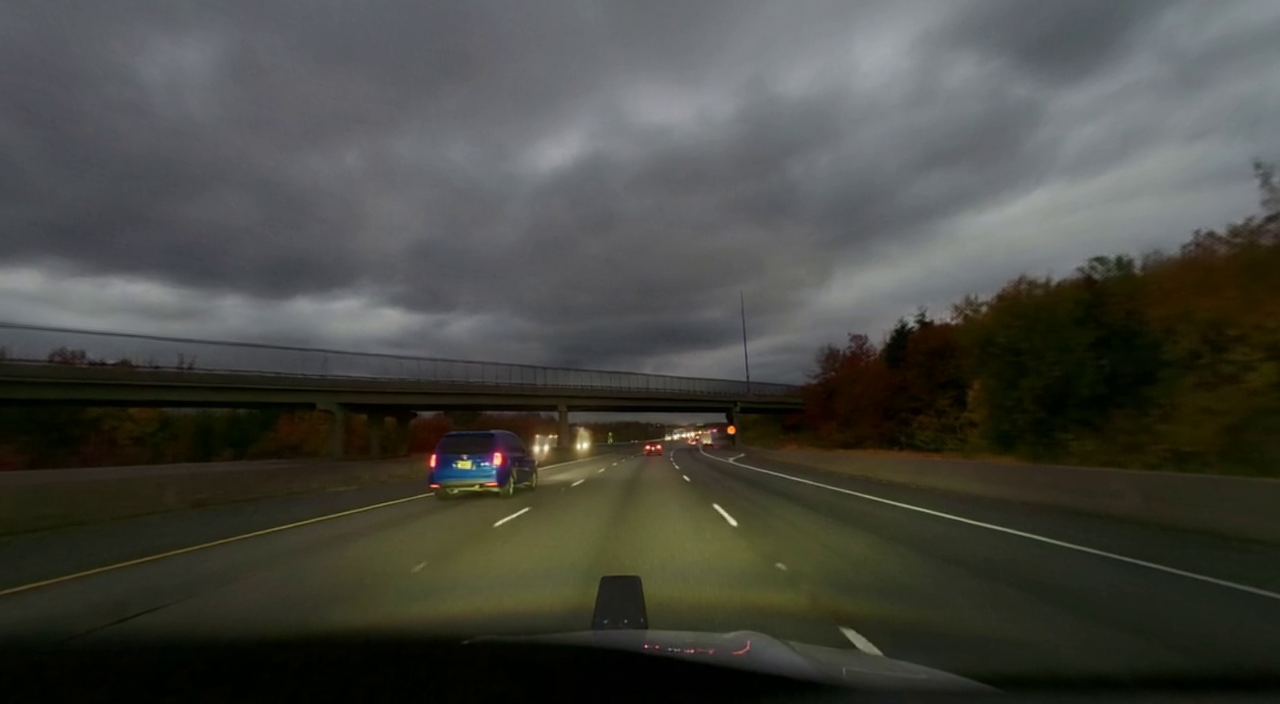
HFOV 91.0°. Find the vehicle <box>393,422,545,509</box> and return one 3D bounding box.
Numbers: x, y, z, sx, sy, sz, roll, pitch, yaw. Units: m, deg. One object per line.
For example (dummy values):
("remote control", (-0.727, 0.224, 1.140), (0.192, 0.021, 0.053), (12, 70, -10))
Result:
("vehicle", (-3.725, 2.571, 14.687), (2.177, 1.707, 4.432), (0, -8, 2))
